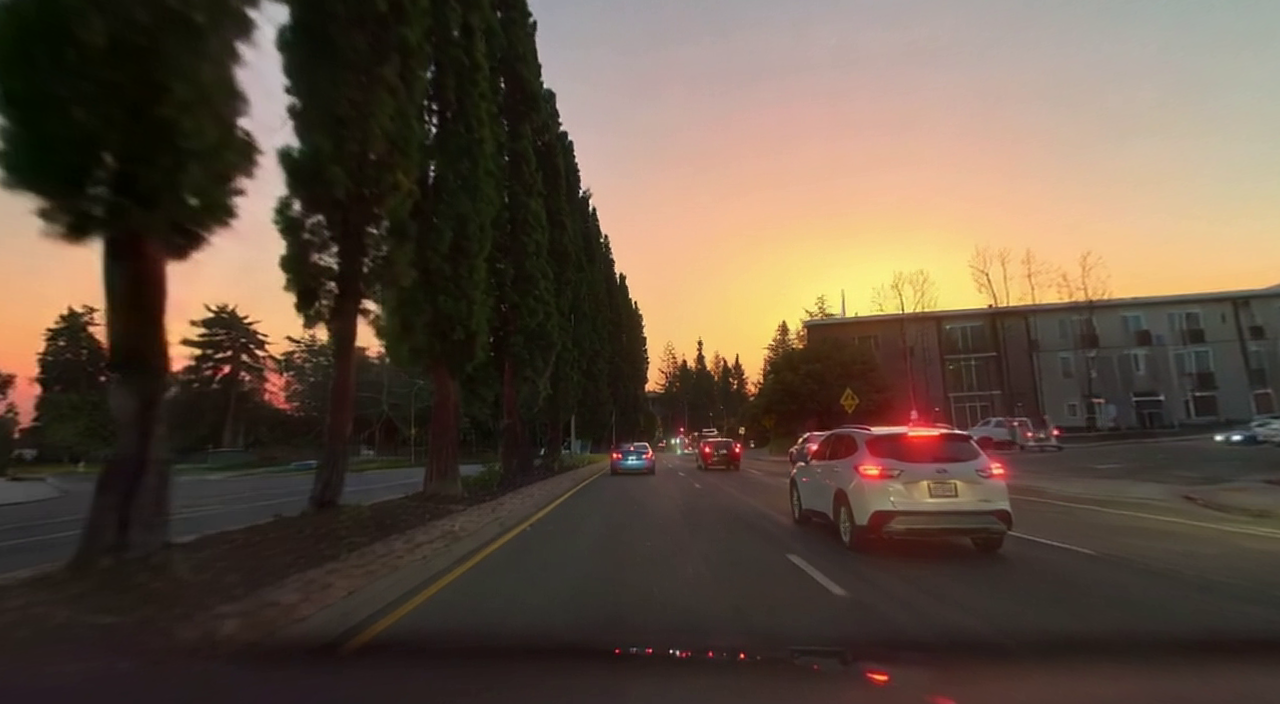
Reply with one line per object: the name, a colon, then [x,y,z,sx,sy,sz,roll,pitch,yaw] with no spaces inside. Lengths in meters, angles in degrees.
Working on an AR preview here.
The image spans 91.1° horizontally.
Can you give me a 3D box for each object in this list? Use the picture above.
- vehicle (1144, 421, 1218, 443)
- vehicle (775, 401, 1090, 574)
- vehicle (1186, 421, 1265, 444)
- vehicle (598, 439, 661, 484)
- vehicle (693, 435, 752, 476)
vehicle: [39.913,5.963,46.477,1.839,1.506,4.108,0,-9,1]
vehicle: [3.386,1.680,8.484,2.130,1.718,4.310,0,-9,0]
vehicle: [42.642,5.861,45.842,1.929,1.517,3.953,-3,-7,1]
vehicle: [-0.336,3.987,23.175,2.111,1.506,4.018,0,-9,0]
vehicle: [3.658,4.703,28.615,1.982,1.709,4.427,0,-9,-1]
